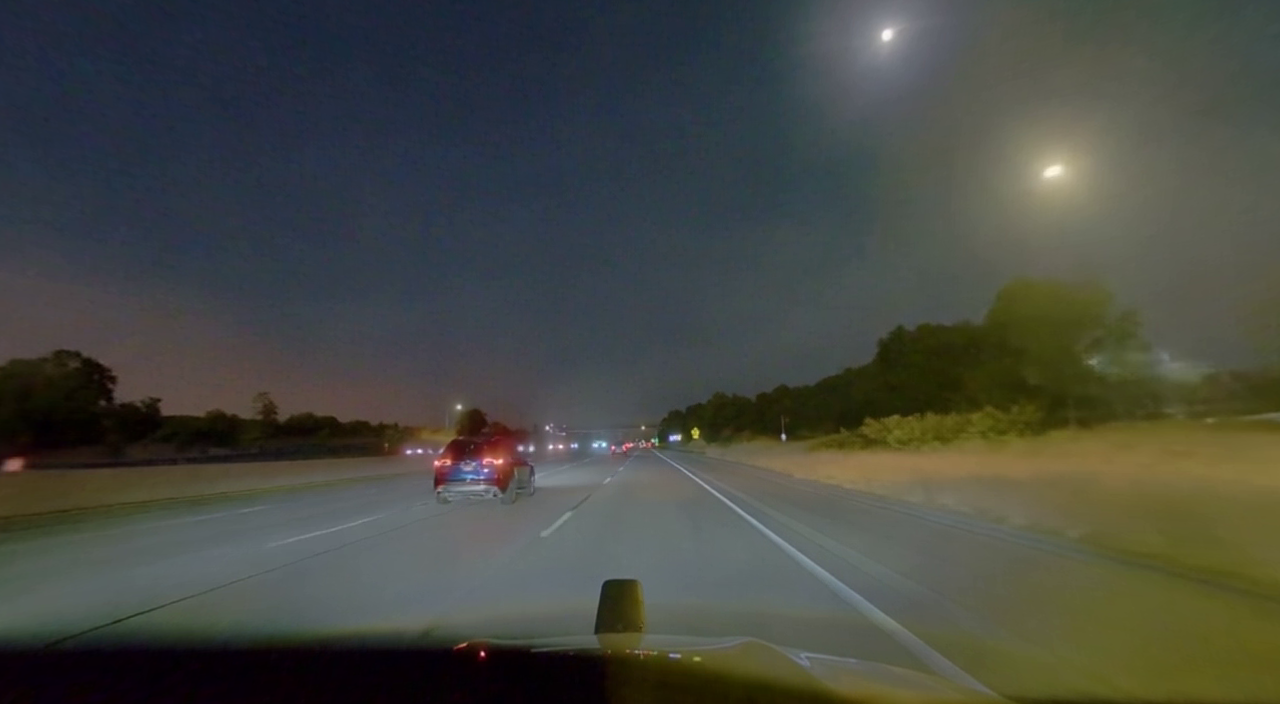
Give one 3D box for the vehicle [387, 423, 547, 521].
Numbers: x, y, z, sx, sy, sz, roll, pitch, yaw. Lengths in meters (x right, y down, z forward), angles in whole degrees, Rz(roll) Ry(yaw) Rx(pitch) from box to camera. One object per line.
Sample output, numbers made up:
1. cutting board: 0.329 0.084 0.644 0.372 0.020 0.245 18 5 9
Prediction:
1. vehicle: -3.367 2.435 13.278 2.048 1.705 4.384 0 -8 1
